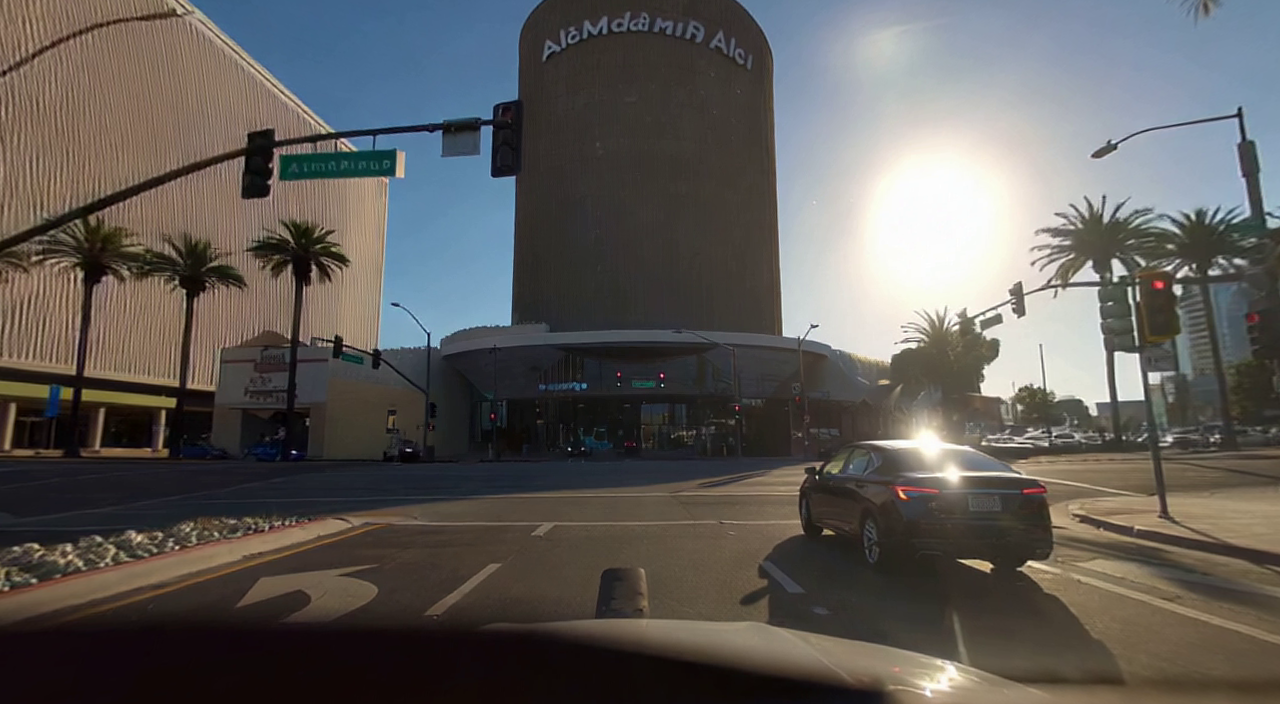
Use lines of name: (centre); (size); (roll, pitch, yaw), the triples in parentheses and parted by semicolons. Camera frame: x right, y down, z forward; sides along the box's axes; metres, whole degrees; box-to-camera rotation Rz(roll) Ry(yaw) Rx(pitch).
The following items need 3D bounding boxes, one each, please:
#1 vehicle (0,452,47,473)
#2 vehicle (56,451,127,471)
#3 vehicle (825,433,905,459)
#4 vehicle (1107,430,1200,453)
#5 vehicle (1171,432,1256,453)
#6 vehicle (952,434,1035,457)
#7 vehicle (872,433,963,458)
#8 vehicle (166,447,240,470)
vehicle: (-48.060, 8.416, 48.135); (3.786, 1.555, 1.702); (0, -8, 2)
vehicle: (-41.728, 8.305, 48.010); (3.698, 1.467, 1.779); (0, -8, -1)
vehicle: (15.022, 6.282, 42.250); (4.648, 1.665, 1.910); (0, -8, -1)
vehicle: (33.818, 5.933, 41.579); (4.567, 1.458, 1.791); (0, -8, 0)
vehicle: (42.100, 6.634, 46.305); (4.437, 1.469, 1.811); (0, -8, 0)
vehicle: (23.524, 6.208, 42.008); (4.423, 1.465, 1.798); (0, -8, 0)
vehicle: (16.903, 5.733, 38.504); (4.684, 1.461, 1.777); (0, -8, -1)
vehicle: (-33.239, 8.104, 48.004); (4.136, 1.661, 1.857); (0, -8, 0)
